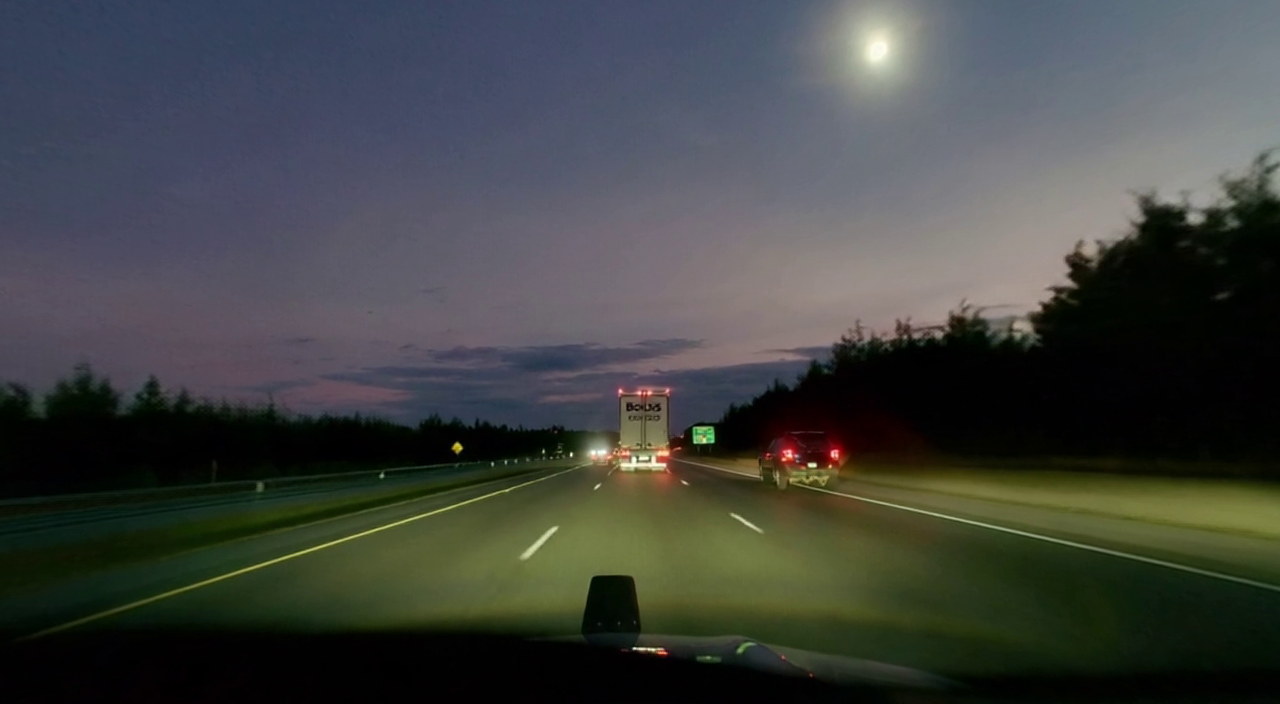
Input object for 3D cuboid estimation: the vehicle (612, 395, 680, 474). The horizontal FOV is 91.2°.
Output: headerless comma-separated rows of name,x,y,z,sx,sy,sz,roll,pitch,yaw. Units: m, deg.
vehicle,0.313,5.665,41.631,3.537,4.071,17.399,0,-9,0
